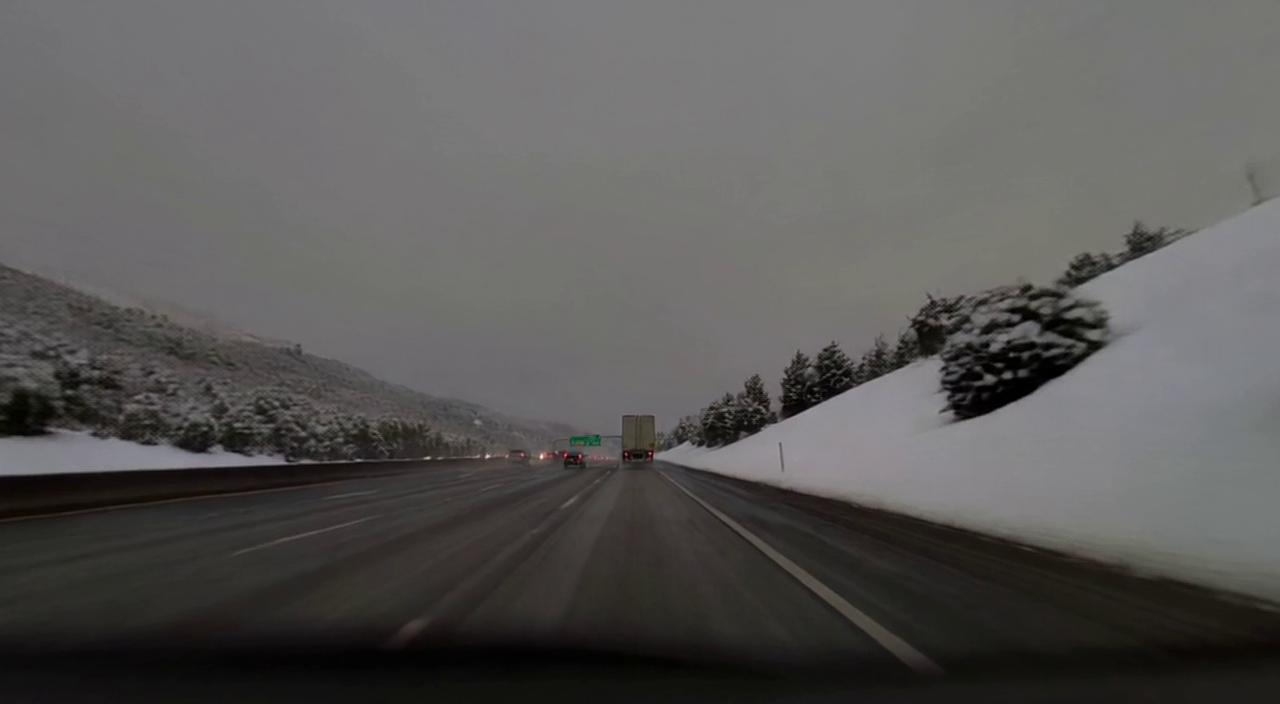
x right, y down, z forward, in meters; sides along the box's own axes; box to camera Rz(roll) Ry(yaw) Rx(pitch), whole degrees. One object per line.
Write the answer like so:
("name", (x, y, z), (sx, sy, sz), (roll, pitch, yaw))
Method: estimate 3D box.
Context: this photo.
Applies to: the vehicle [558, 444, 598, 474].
("vehicle", (-3.873, 6.727, 39.887), (2.053, 1.746, 4.508), (0, -9, 0))
